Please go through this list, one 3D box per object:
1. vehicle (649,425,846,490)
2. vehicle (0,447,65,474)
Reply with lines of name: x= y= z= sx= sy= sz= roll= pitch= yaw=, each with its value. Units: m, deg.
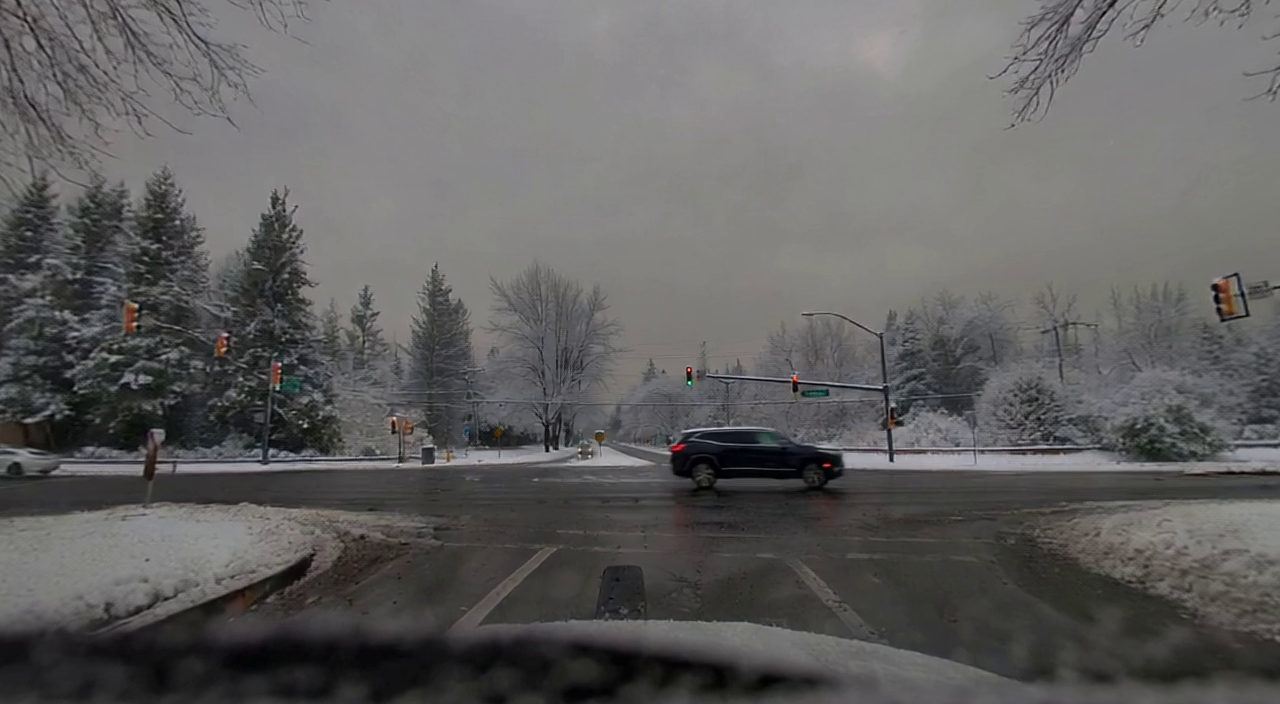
vehicle: x=2.853 y=2.934 z=17.692 sx=5.155 sy=1.686 sz=1.937 roll=-1 pitch=-8 yaw=2
vehicle: x=-36.622 y=6.271 z=36.470 sx=4.975 sy=1.482 sz=1.814 roll=-1 pitch=-9 yaw=2
